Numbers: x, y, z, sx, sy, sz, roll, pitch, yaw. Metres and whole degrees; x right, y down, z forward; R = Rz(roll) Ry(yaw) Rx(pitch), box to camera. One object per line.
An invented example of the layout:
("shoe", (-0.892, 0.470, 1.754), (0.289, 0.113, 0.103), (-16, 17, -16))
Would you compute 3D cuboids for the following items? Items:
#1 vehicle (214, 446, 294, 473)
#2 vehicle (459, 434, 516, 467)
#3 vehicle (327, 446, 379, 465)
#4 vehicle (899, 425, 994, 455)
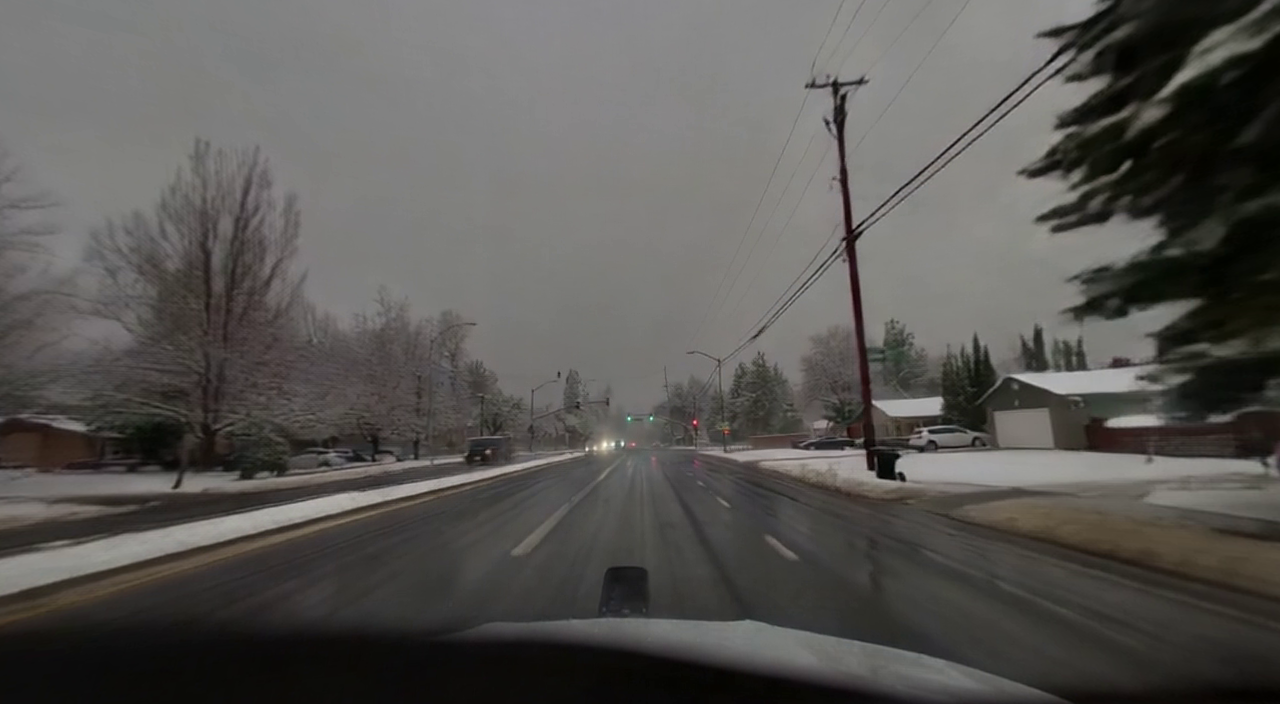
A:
("vehicle", (-22.116, 6.147, 36.168), (3.459, 1.419, 1.631), (0, -9, -2))
("vehicle", (-9.959, 6.515, 41.829), (2.294, 1.975, 5.773), (0, -8, 1))
("vehicle", (-22.455, 8.096, 49.413), (3.348, 1.380, 1.584), (2, -8, -8))
("vehicle", (18.506, 5.328, 38.206), (4.591, 1.718, 2.107), (0, -9, -2))
